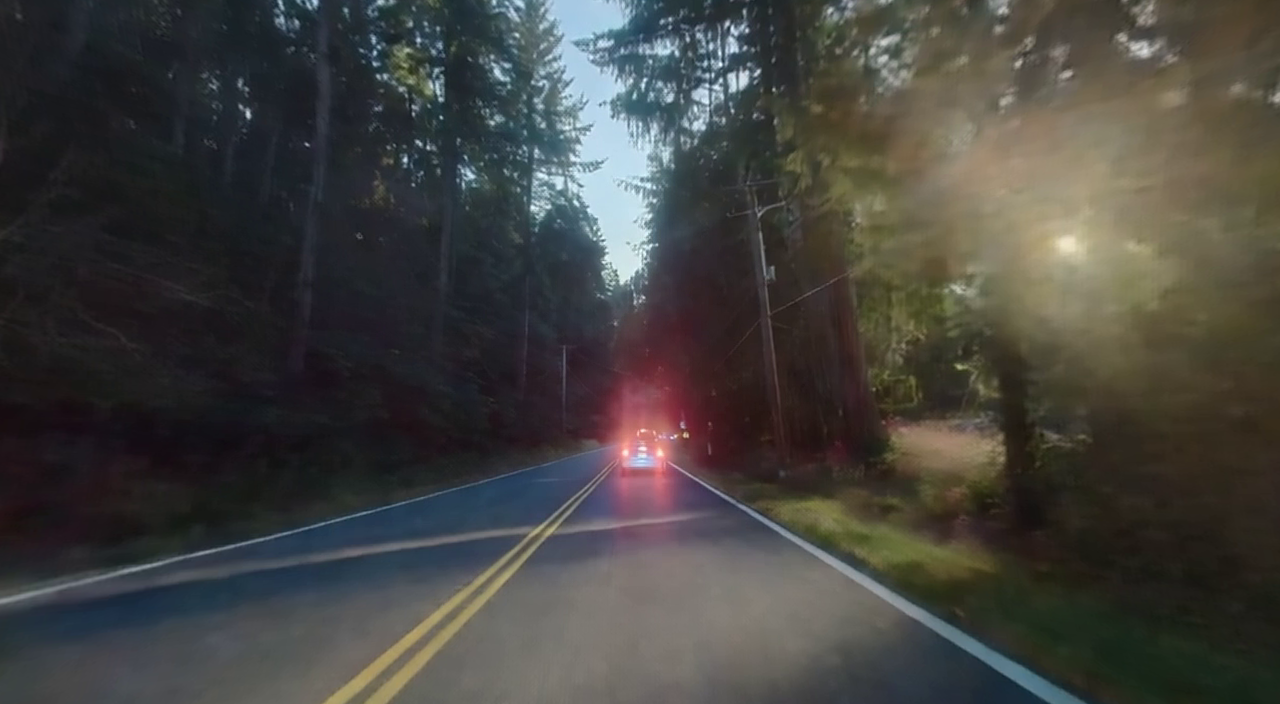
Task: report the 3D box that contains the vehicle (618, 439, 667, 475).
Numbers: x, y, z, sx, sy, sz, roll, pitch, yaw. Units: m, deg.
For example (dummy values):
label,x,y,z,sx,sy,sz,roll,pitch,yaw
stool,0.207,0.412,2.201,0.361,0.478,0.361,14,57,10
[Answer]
label,x,y,z,sx,sy,sz,roll,pitch,yaw
vehicle,0.039,4.748,28.793,2.081,1.503,3.726,0,-8,-2
